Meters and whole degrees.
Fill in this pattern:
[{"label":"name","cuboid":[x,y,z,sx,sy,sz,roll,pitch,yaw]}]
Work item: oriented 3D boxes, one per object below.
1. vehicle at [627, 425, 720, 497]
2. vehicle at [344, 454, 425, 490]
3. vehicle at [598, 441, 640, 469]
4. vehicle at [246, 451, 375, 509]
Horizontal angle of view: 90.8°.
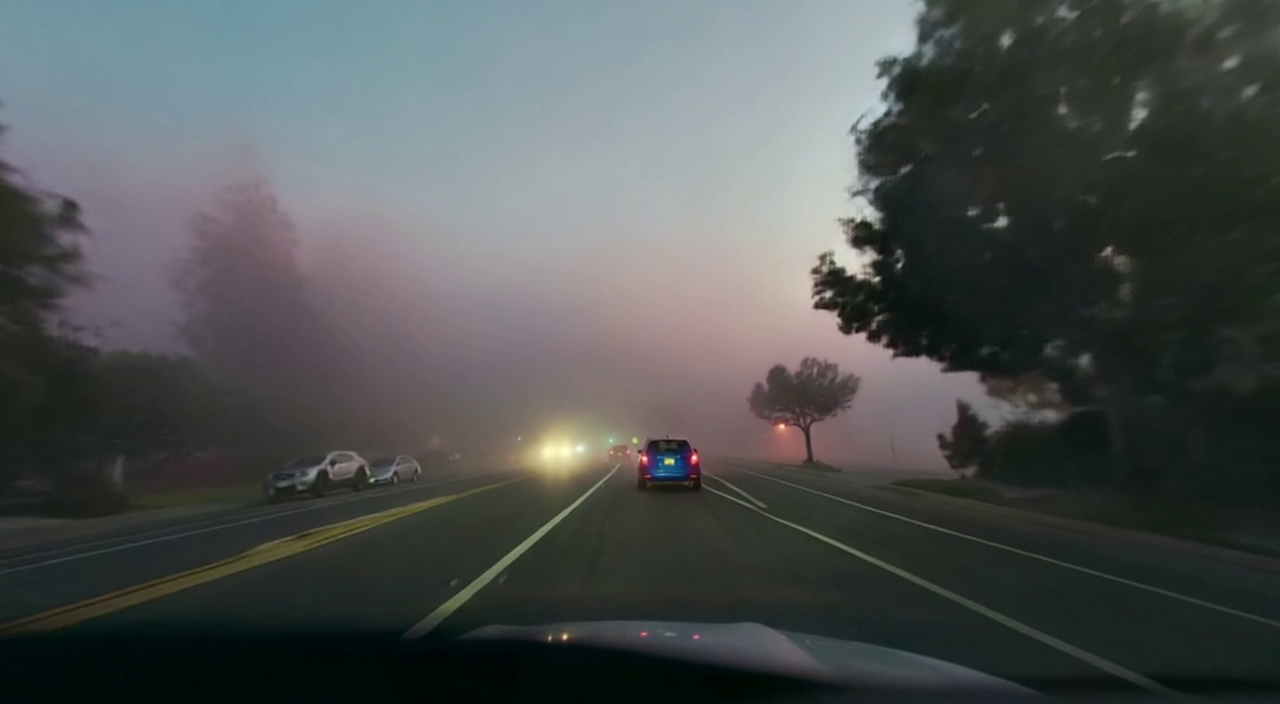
[{"label":"vehicle","cuboid":[0.795,3.054,18.112,2.200,1.763,4.676,0,-8,-3]},{"label":"vehicle","cuboid":[-11.870,5.584,29.672,1.831,1.464,4.520,0,-8,1]},{"label":"vehicle","cuboid":[-1.209,5.624,34.636,2.196,1.449,4.006,0,-8,-4]},{"label":"vehicle","cuboid":[-12.173,4.687,23.792,2.150,1.644,5.120,-8,-9,-2]}]
